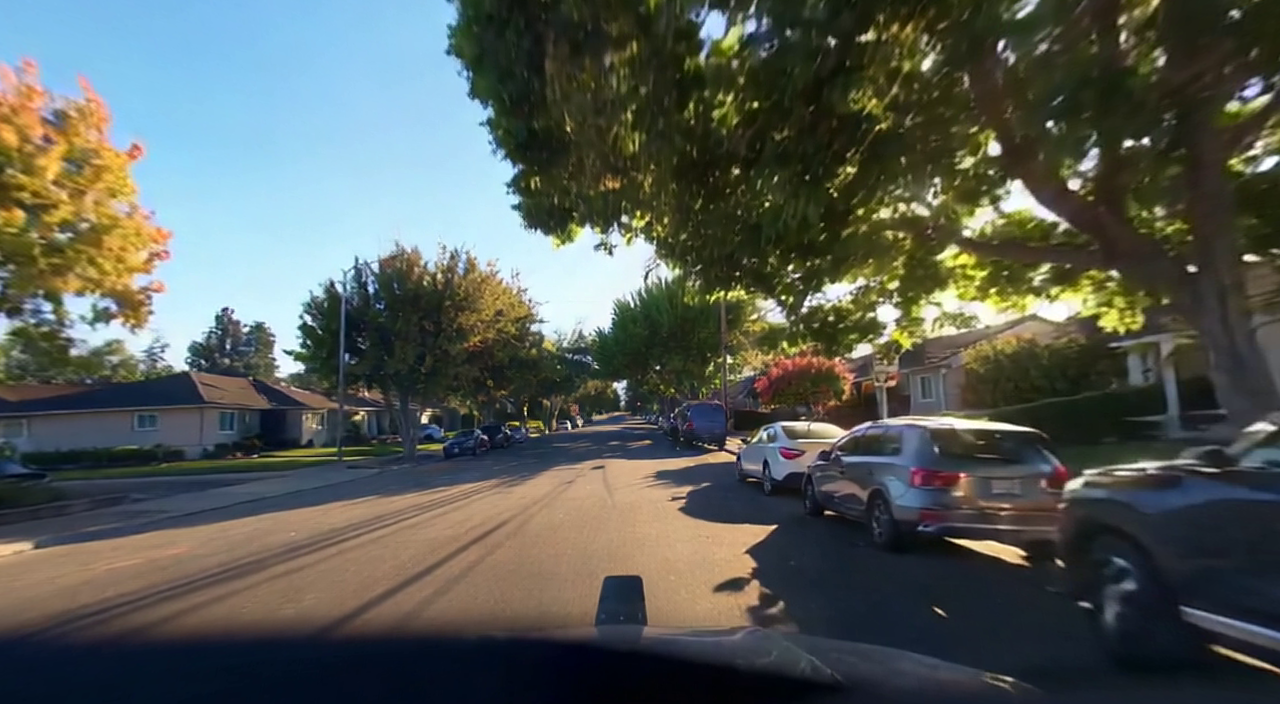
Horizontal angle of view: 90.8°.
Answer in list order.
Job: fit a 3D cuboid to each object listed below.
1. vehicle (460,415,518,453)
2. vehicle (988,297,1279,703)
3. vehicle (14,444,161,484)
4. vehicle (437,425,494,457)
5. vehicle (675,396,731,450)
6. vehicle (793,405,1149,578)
[{"bbox_3d":[-8.641,4.746,36.583,2.163,1.841,4.679,-6,-7,-1],"label":"vehicle"},{"bbox_3d":[3.666,0.655,2.077,2.208,1.863,4.799,0,-8,-1],"label":"vehicle"},{"bbox_3d":[-22.641,4.556,26.133,1.813,1.499,4.321,-1,-8,8],"label":"vehicle"},{"bbox_3d":[-8.489,4.371,31.018,1.821,1.476,4.060,0,-8,-3],"label":"vehicle"},{"bbox_3d":[3.001,3.513,30.885,2.233,2.453,3.787,0,-8,-2],"label":"vehicle"},{"bbox_3d":[3.668,1.615,8.165,2.047,1.598,4.321,0,-8,-3],"label":"vehicle"}]
